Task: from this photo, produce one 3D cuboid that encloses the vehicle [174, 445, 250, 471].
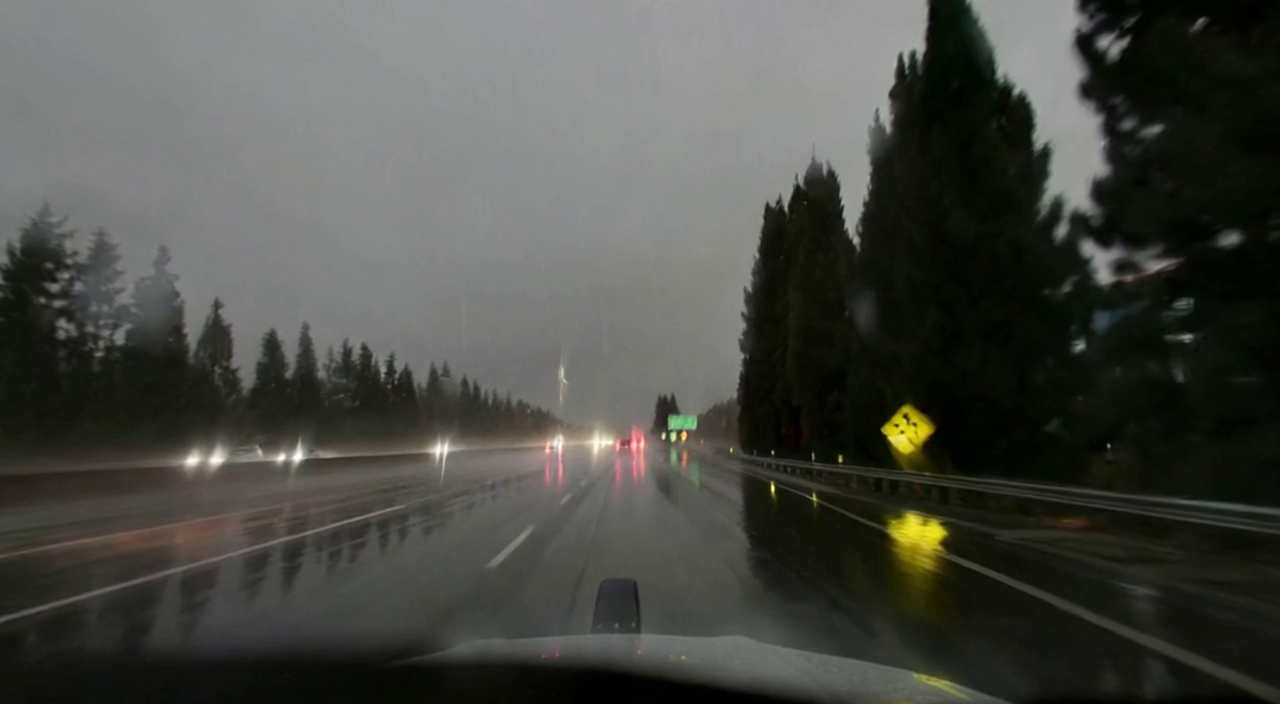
[{"bbox_3d":[-29.407,7.301,43.594,2.115,1.686,4.501,0,-9,0],"label":"vehicle"}]
